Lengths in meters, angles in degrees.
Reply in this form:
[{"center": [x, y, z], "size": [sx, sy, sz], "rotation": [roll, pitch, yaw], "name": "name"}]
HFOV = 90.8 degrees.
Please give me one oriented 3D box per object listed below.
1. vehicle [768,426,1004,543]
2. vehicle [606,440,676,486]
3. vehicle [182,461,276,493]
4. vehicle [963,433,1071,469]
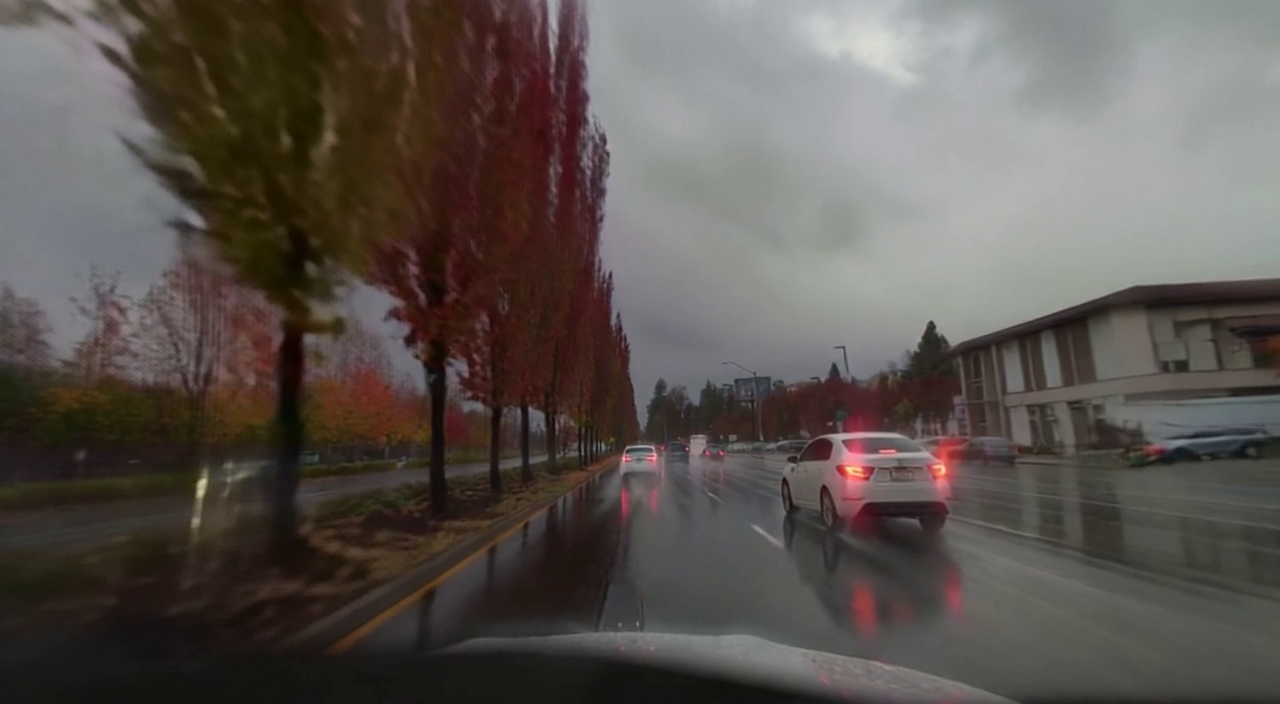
[{"center": [3.613, 2.047, 10.360], "size": [2.094, 1.480, 4.323], "rotation": [0, -9, 0], "name": "vehicle"}, {"center": [0.003, 3.998, 22.946], "size": [2.289, 1.471, 4.477], "rotation": [0, -9, 0], "name": "vehicle"}, {"center": [-22.592, 6.865, 34.989], "size": [2.070, 1.613, 4.510], "rotation": [-1, -9, 1], "name": "vehicle"}, {"center": [21.319, 5.650, 36.112], "size": [2.582, 1.849, 5.579], "rotation": [0, -9, -1], "name": "vehicle"}]
